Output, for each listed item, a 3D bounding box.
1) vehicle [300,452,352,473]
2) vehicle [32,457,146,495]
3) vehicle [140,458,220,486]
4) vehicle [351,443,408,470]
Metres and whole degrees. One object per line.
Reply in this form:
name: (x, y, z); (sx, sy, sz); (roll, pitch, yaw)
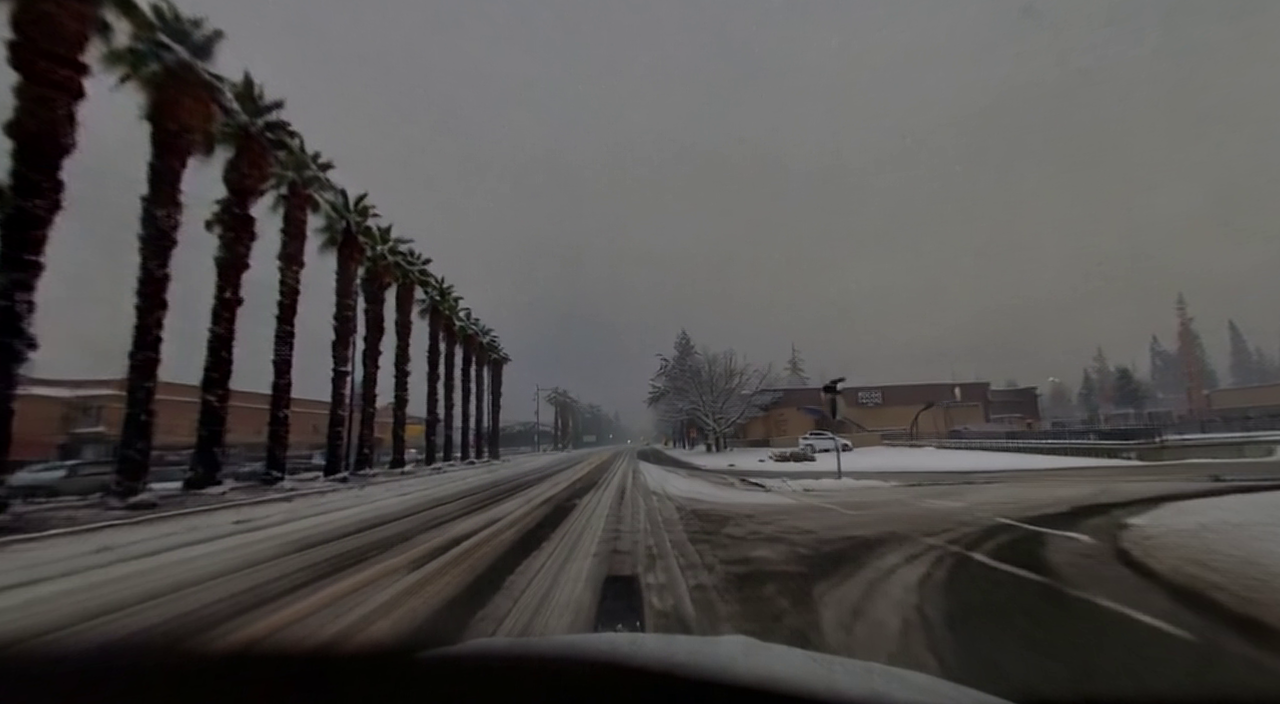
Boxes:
vehicle: (-24.563, 8.622, 49.576); (1.837, 1.492, 4.629); (0, -8, -2)
vehicle: (-27.406, 6.145, 31.663); (1.938, 1.667, 4.364); (0, -8, -4)
vehicle: (-27.632, 7.187, 38.093); (1.771, 1.494, 4.088); (-1, -8, -1)
vehicle: (-17.550, 7.049, 42.744); (2.019, 1.694, 4.401); (0, -8, -1)
